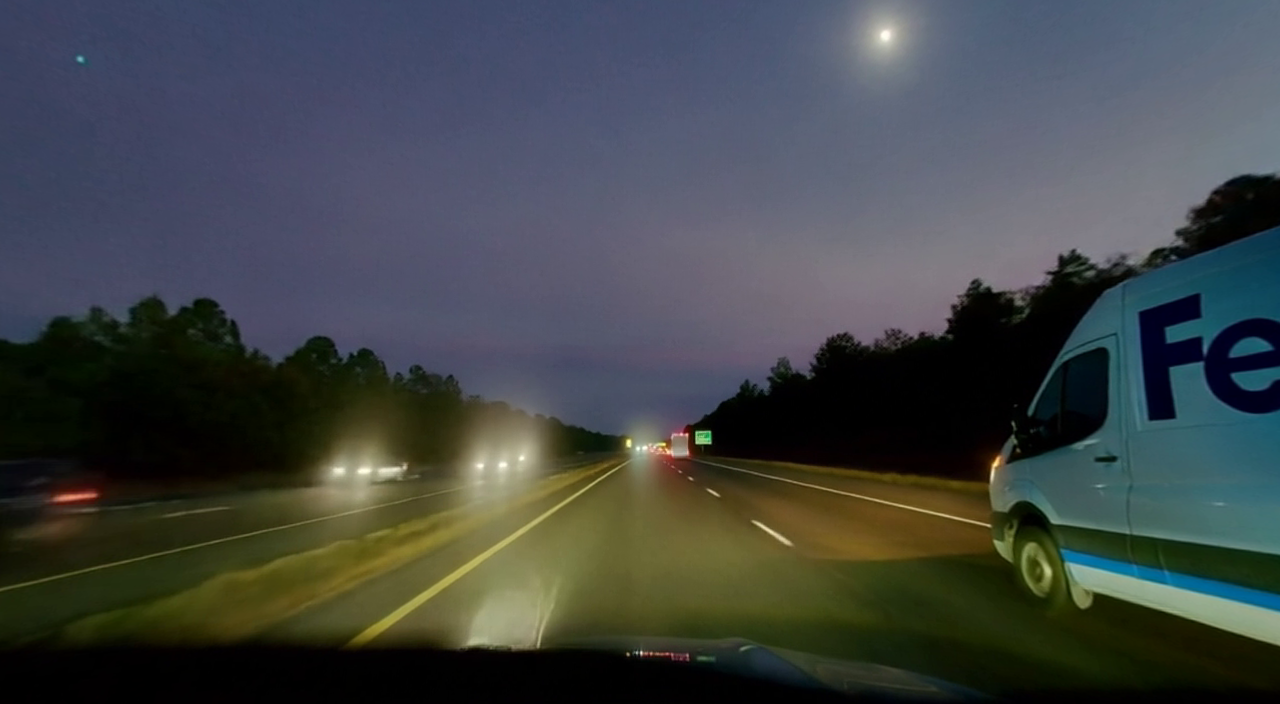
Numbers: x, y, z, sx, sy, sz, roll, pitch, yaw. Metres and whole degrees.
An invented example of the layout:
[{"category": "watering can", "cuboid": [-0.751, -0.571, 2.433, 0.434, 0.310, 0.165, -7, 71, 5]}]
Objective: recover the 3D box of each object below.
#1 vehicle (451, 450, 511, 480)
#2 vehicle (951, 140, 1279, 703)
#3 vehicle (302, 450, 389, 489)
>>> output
[{"category": "vehicle", "cuboid": [-8.533, 6.081, 34.204, 2.050, 1.462, 4.387, 0, -9, 1]}, {"category": "vehicle", "cuboid": [3.925, 0.333, 2.141, 2.522, 2.556, 6.180, 0, -9, 0]}, {"category": "vehicle", "cuboid": [-12.526, 4.986, 27.071, 1.839, 1.475, 3.821, -1, -9, 1]}]
